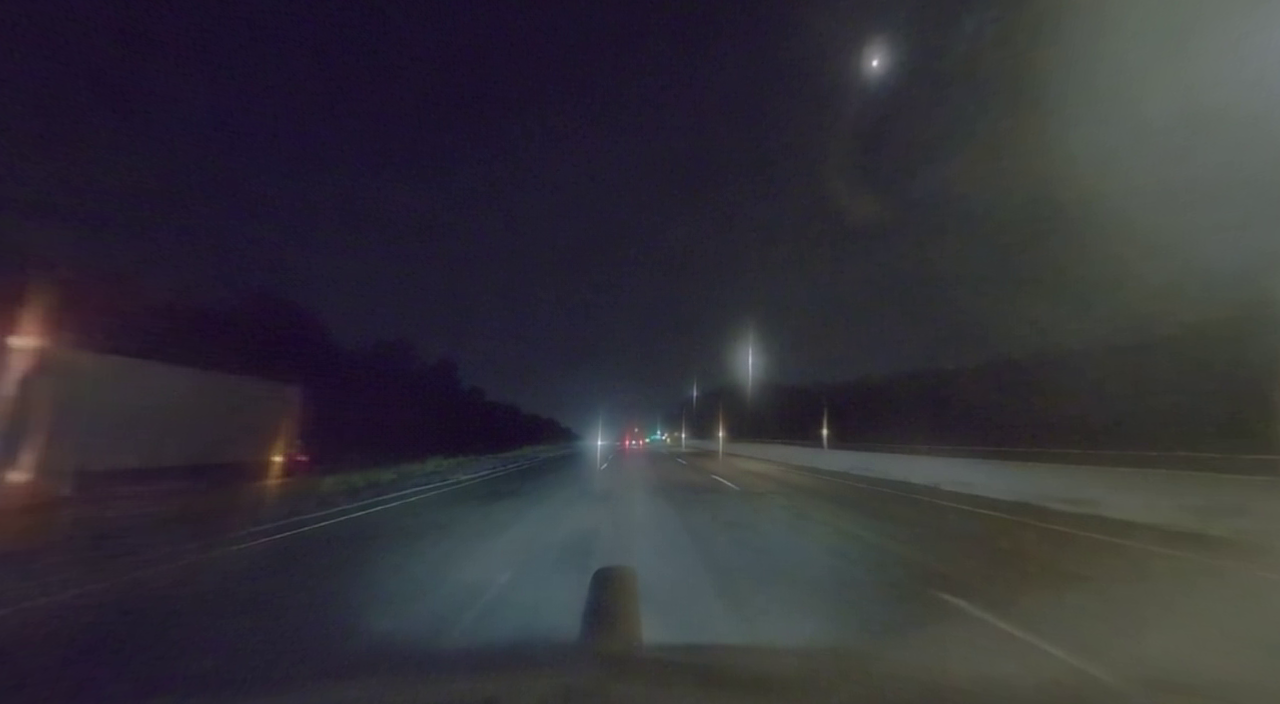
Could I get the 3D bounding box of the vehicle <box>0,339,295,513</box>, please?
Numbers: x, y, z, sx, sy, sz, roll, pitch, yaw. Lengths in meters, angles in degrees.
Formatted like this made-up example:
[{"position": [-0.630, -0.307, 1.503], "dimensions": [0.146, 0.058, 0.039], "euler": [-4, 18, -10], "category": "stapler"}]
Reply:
[{"position": [-16.543, 2.521, 20.659], "dimensions": [2.849, 4.030, 14.128], "euler": [0, -8, -2], "category": "vehicle"}]
